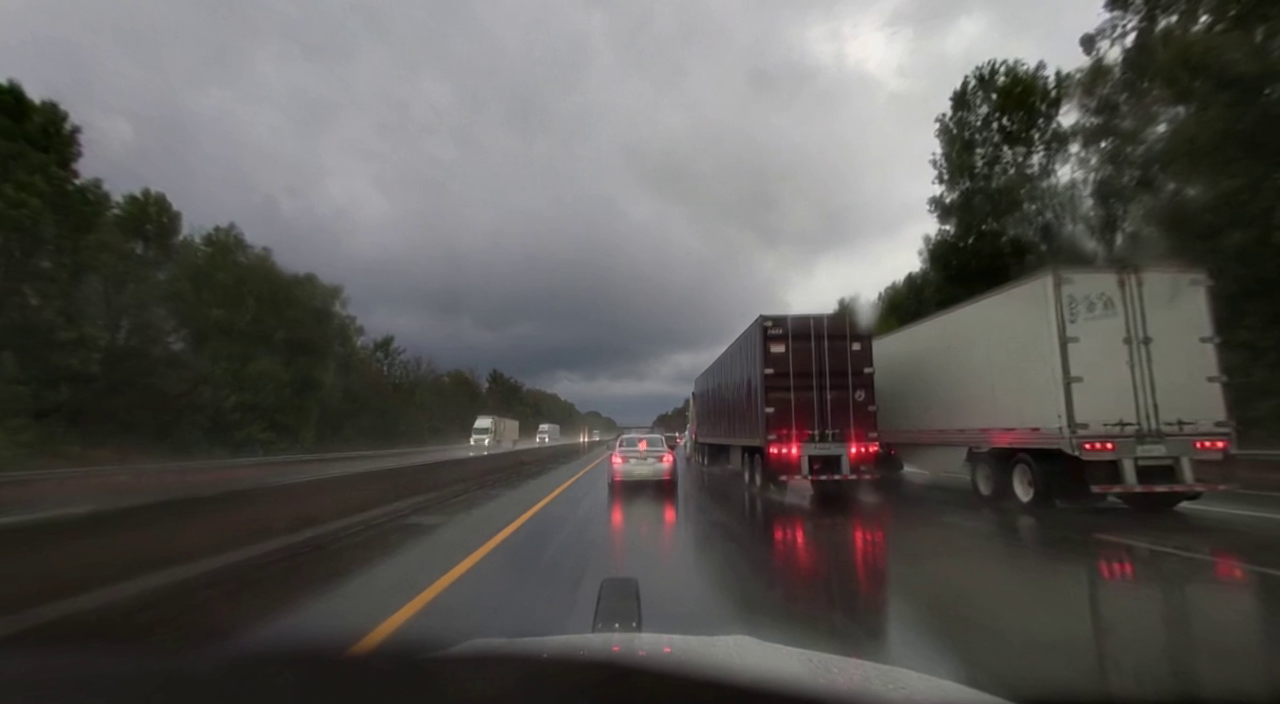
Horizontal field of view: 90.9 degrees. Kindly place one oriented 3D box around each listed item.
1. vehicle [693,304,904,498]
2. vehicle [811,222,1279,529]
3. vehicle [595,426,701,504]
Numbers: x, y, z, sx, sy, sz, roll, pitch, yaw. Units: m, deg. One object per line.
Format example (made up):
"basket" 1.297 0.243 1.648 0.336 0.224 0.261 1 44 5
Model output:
"vehicle" 3.910 1.926 20.338 2.888 4.099 14.183 0 -8 -1
"vehicle" 8.040 1.192 15.918 3.110 4.308 14.260 0 -8 -1
"vehicle" 0.112 2.444 14.120 2.038 1.477 3.773 0 -8 -1
